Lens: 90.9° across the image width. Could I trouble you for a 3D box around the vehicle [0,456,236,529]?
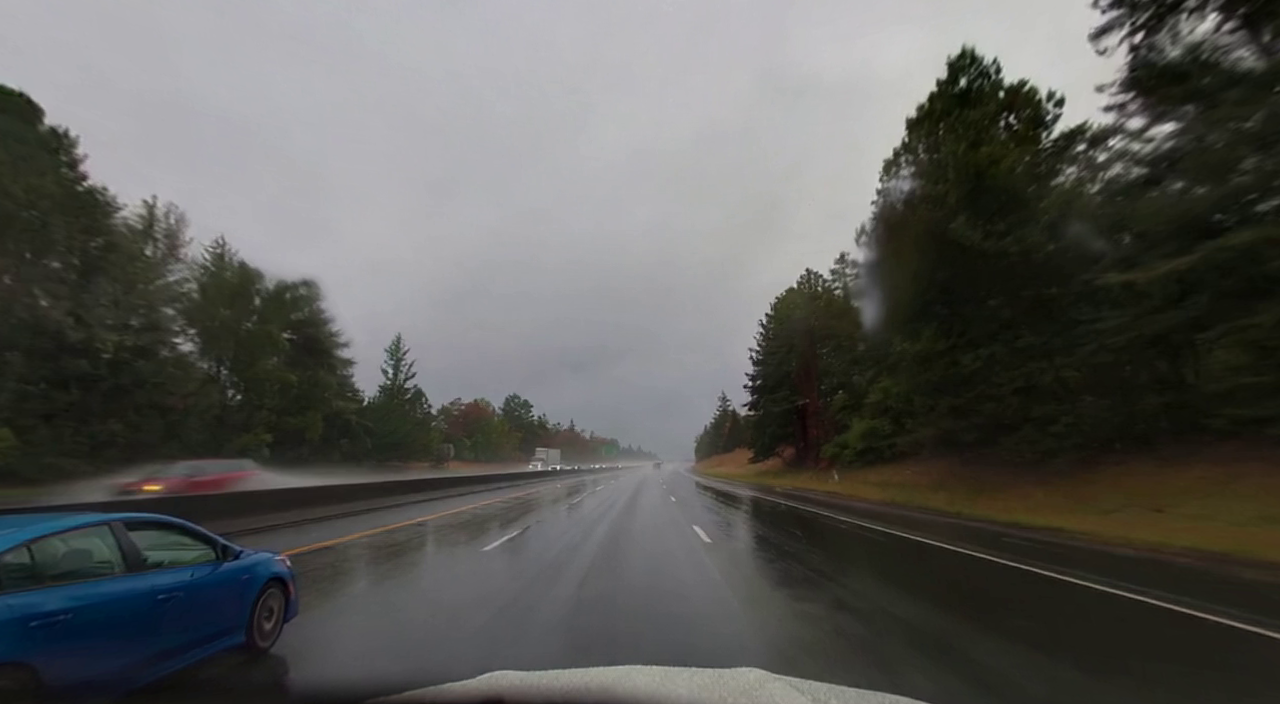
[{"bbox_3d":[-12.335,3.336,15.385,1.908,1.474,4.529,1,-10,0],"label":"vehicle"}]
